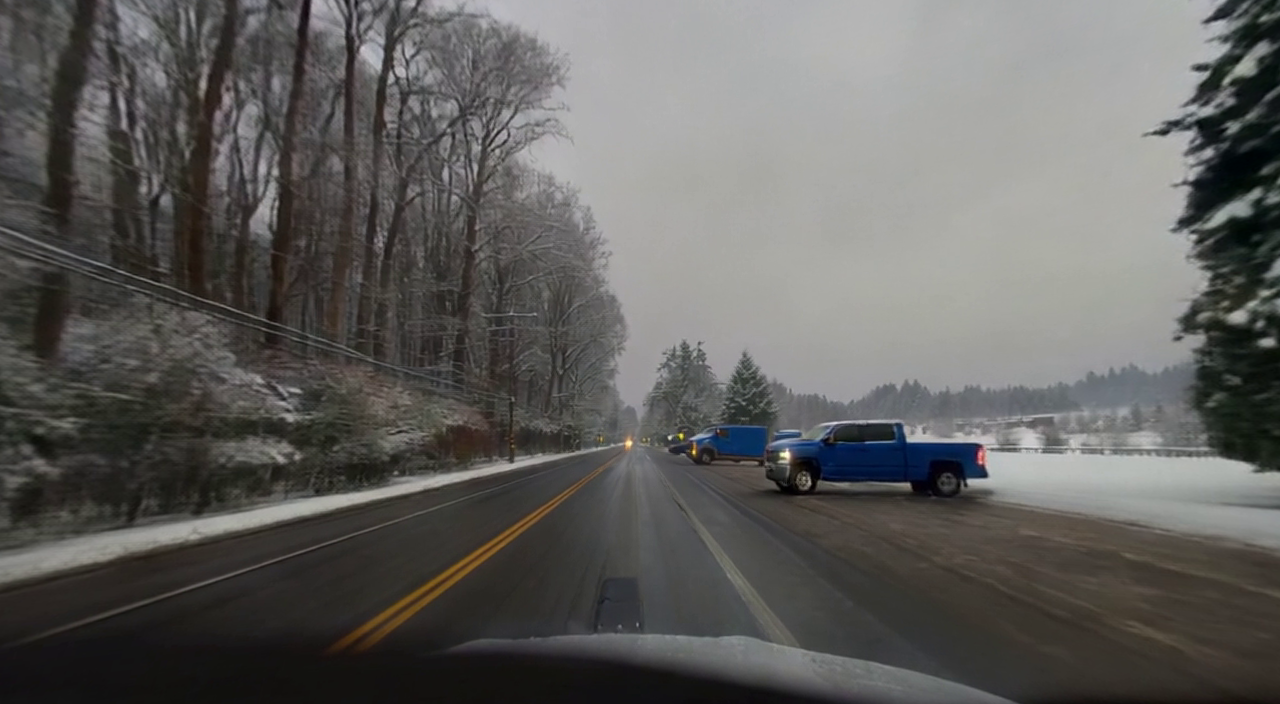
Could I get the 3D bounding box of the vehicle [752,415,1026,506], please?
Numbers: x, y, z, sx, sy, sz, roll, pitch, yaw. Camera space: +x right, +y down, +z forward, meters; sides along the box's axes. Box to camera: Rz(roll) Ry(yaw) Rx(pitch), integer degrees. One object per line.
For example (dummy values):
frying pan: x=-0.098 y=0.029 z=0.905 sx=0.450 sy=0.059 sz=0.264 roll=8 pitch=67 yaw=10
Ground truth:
vehicle: x=5.969 y=2.688 z=15.901 sx=5.797 sy=2.070 sz=2.502 roll=0 pitch=-8 yaw=-1
